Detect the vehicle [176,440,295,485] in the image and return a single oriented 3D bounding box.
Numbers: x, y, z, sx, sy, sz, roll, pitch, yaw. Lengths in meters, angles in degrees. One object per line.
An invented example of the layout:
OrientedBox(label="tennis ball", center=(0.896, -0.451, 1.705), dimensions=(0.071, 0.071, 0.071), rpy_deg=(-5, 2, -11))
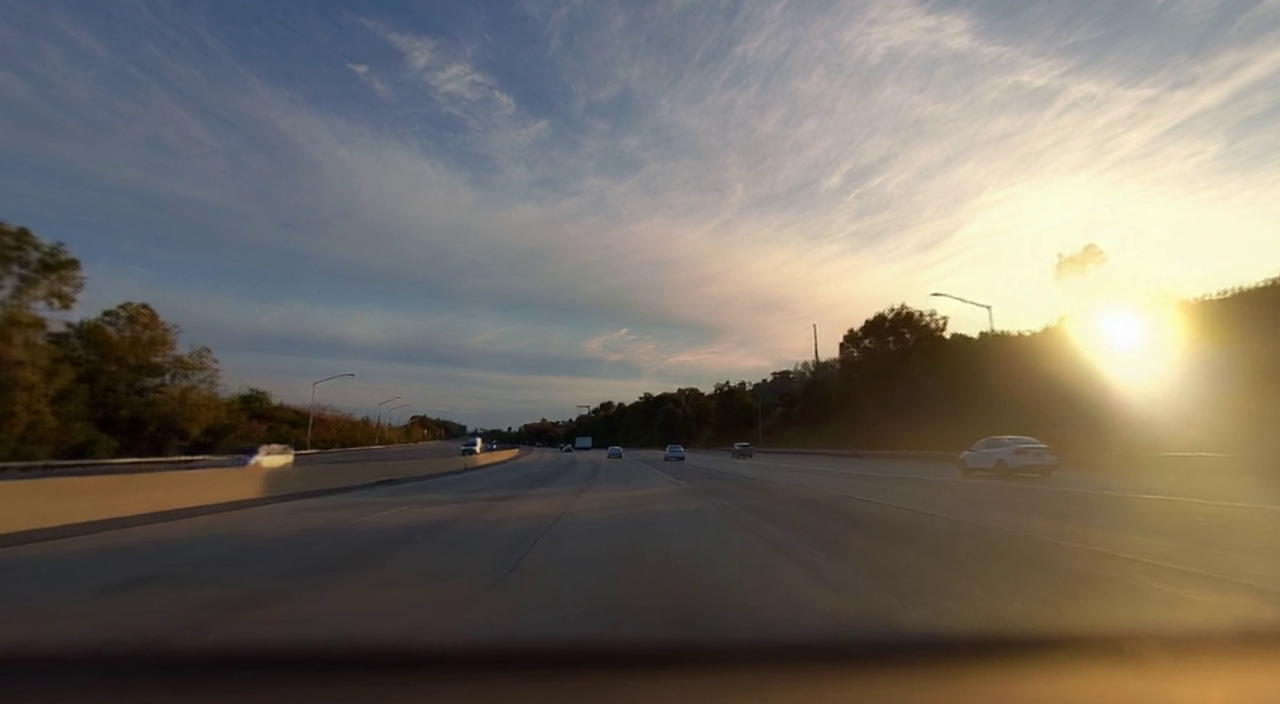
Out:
OrientedBox(label="vehicle", center=(-20.267, 5.546, 31.984), dimensions=(2.258, 2.026, 5.866), rpy_deg=(0, -9, -2))

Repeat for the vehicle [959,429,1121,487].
OrientedBox(label="vehicle", center=(13.887, 3.737, 22.419), dimensions=(2.107, 1.803, 5.385), rpy_deg=(0, -9, -1))
